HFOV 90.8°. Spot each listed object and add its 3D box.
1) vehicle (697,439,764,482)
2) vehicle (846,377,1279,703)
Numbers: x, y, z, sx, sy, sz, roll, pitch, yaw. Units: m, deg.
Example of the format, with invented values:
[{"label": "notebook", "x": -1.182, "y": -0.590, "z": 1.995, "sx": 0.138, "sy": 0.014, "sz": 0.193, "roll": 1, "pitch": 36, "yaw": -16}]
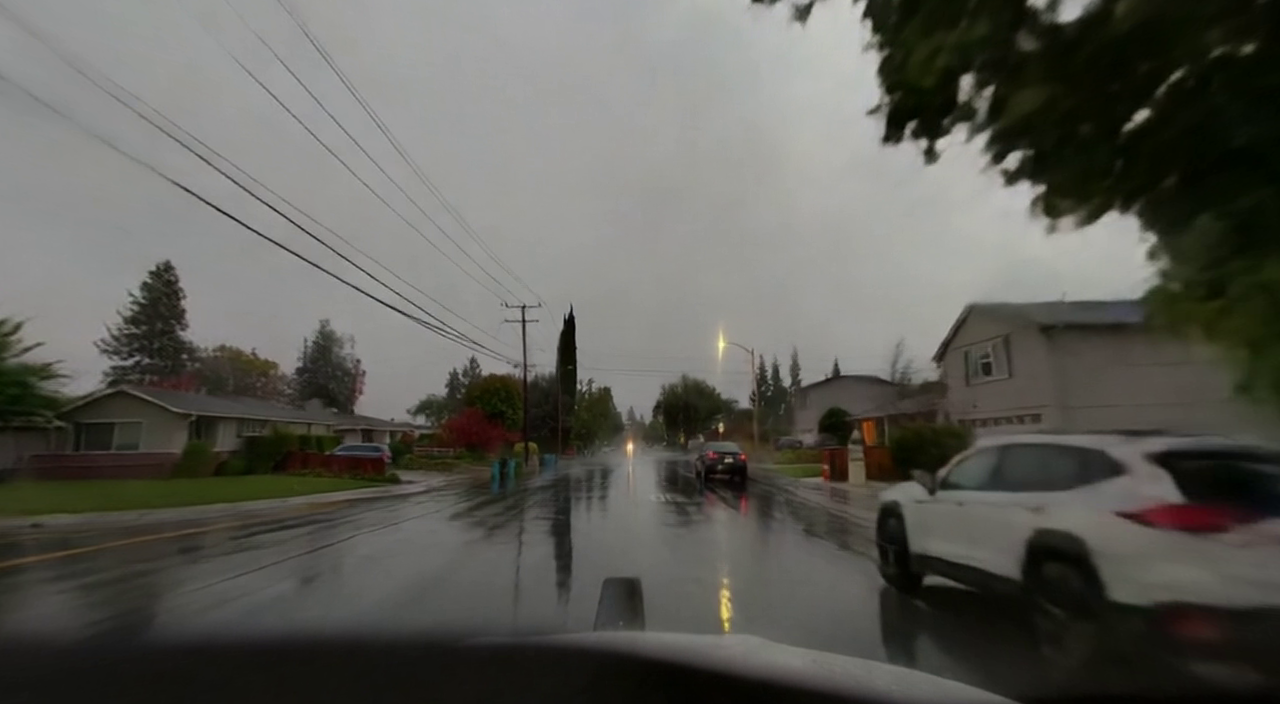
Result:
[{"label": "vehicle", "x": 3.573, "y": 4.354, "z": 25.682, "sx": 2.012, "sy": 1.531, "sz": 4.557, "roll": 1, "pitch": -9, "yaw": -1}, {"label": "vehicle", "x": 3.750, "y": 1.345, "z": 5.625, "sx": 2.134, "sy": 1.720, "sz": 4.515, "roll": 1, "pitch": -9, "yaw": -2}]
